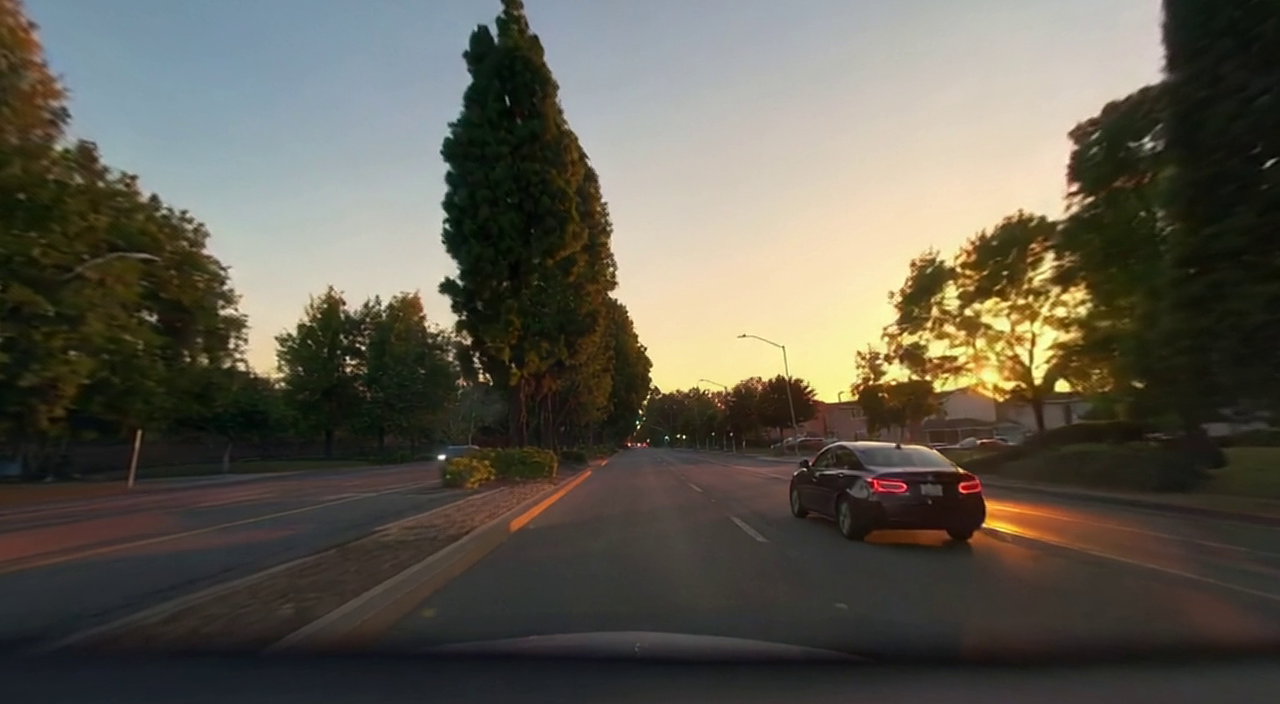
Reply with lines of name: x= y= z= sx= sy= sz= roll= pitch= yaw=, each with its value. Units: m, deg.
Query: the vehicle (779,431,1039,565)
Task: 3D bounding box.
vehicle: x=3.409 y=1.906 z=9.017 sx=1.852 sy=1.453 sz=4.083 roll=0 pitch=-8 yaw=-1
